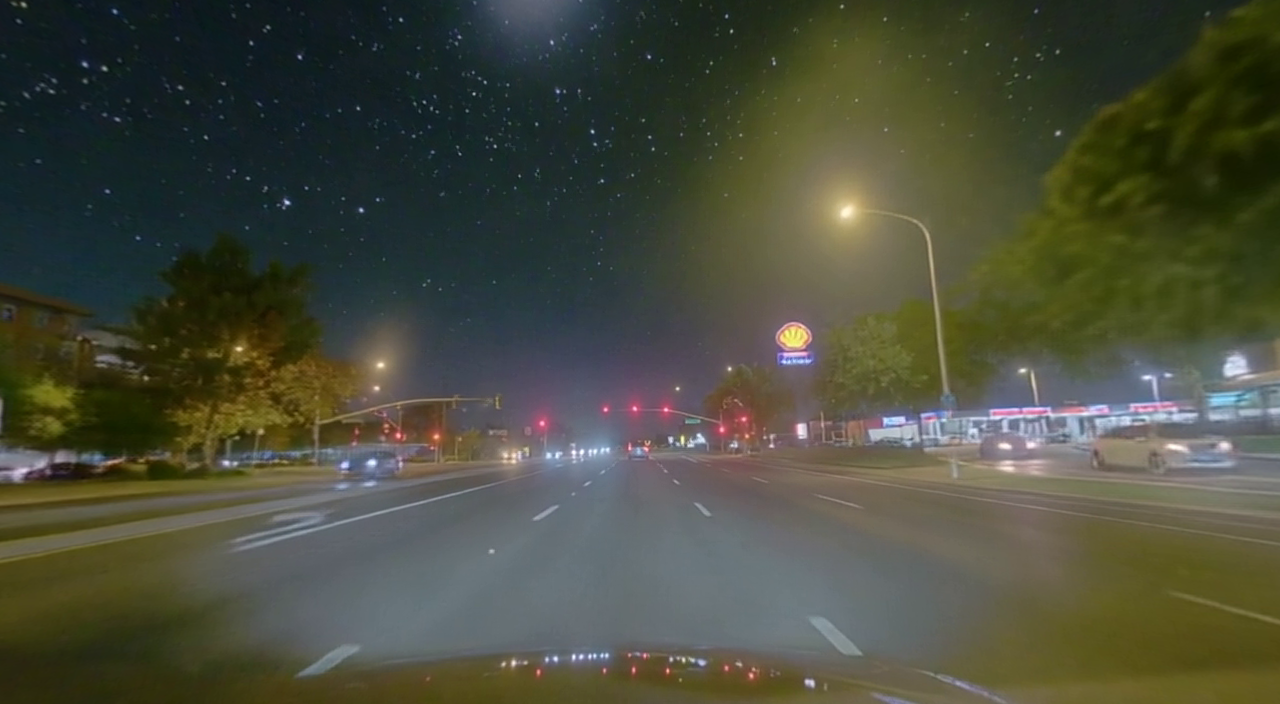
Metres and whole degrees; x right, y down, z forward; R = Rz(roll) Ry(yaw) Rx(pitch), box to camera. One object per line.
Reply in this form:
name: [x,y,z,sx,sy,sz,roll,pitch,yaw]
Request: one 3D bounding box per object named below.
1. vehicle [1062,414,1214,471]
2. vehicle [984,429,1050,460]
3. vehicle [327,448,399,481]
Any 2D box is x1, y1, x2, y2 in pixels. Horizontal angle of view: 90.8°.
vehicle: [16.121,2.994,20.831,1.944,1.646,4.594,-2,-9,11]
vehicle: [19.308,4.776,32.506,1.767,1.466,3.855,-2,-9,14]
vehicle: [-14.790,6.010,33.991,2.020,1.645,4.146,0,-8,-1]
